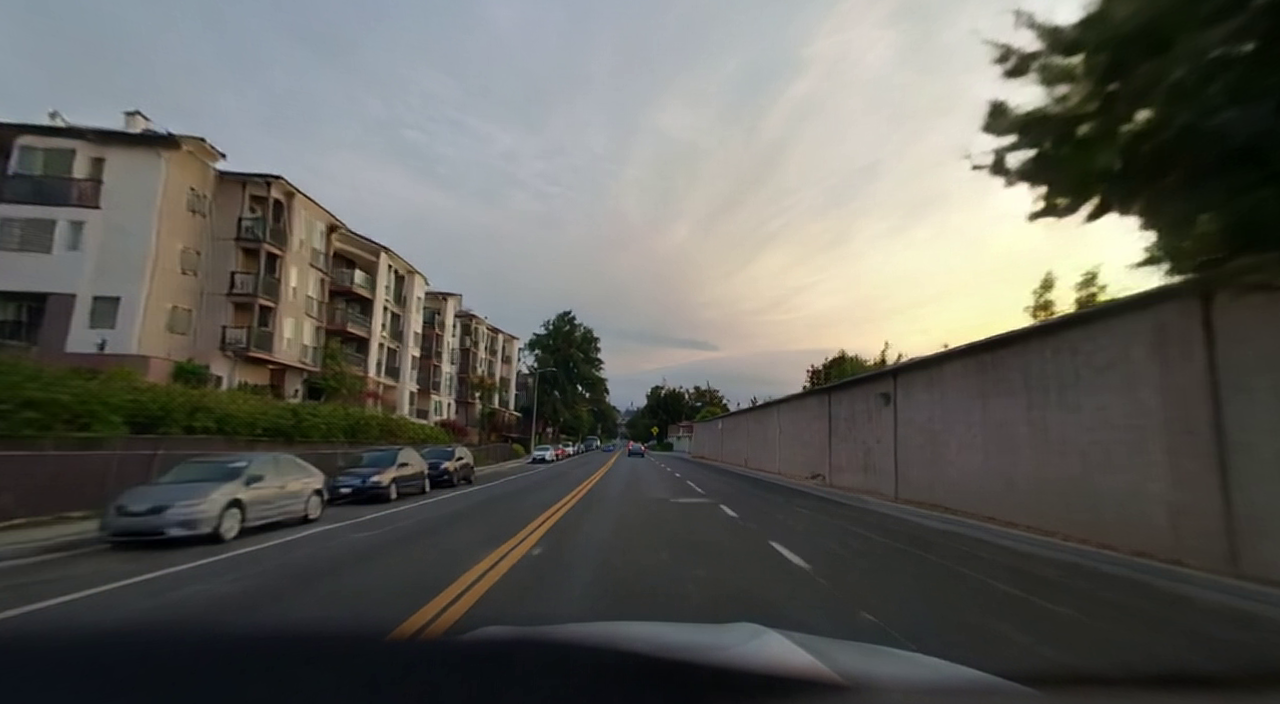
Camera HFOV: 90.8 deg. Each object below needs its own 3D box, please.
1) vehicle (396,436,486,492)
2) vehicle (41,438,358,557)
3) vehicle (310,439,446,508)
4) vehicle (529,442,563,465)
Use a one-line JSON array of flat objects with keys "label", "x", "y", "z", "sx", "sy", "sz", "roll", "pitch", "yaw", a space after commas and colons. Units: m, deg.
[{"label": "vehicle", "x": -6.795, "y": 3.805, "z": 22.012, "sx": 1.878, "sy": 1.658, "sz": 3.827, "roll": 3, "pitch": -7, "yaw": -1}, {"label": "vehicle", "x": -6.728, "y": 2.199, "z": 10.539, "sx": 1.914, "sy": 1.417, "sz": 4.750, "roll": 3, "pitch": -8, "yaw": -1}, {"label": "vehicle", "x": -6.772, "y": 3.130, "z": 16.906, "sx": 1.773, "sy": 1.466, "sz": 4.407, "roll": 4, "pitch": -8, "yaw": -1}, {"label": "vehicle", "x": -7.184, "y": 7.780, "z": 48.722, "sx": 1.913, "sy": 1.560, "sz": 4.513, "roll": 3, "pitch": -8, "yaw": 0}]
